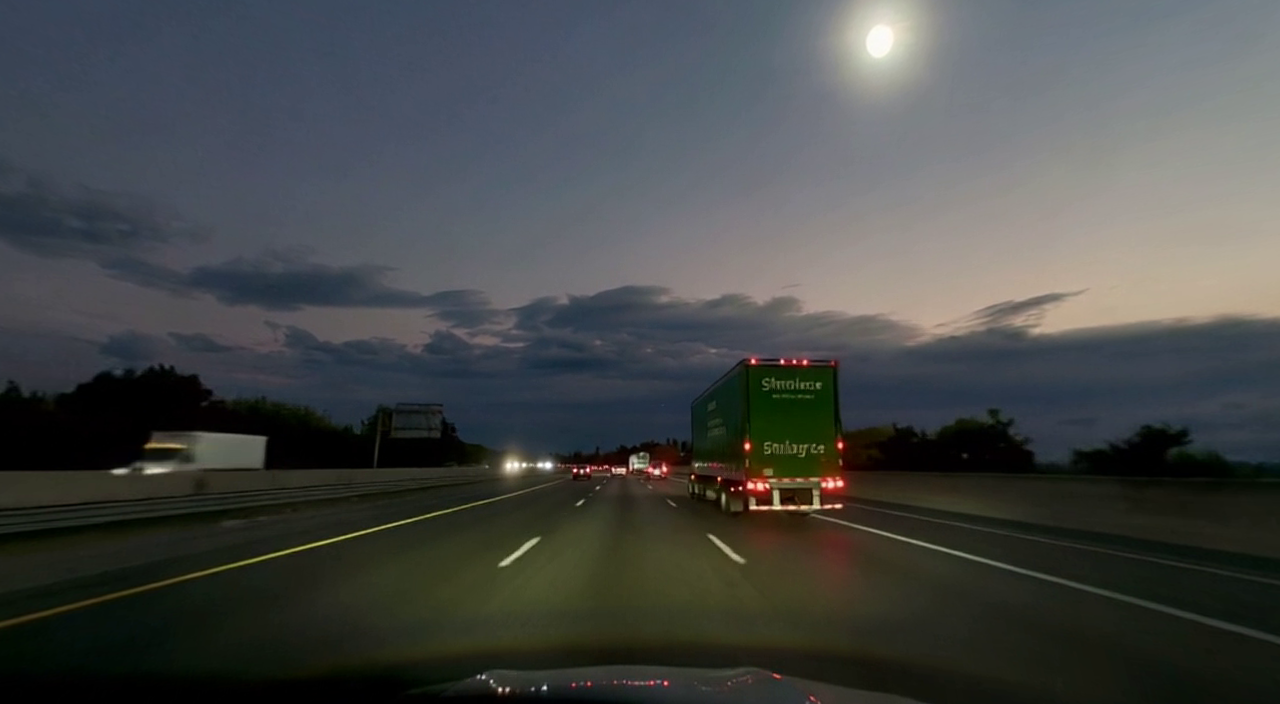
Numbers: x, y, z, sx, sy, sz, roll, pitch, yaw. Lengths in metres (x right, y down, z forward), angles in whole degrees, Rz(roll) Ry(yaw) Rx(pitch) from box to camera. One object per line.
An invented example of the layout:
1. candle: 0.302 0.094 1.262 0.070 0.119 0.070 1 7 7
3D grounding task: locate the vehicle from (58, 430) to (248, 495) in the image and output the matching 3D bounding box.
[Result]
1. vehicle: -16.938 3.978 22.539 2.079 1.951 6.068 1 -10 -2

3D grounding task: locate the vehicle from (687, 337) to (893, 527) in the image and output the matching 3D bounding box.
1. vehicle: 3.908 3.053 21.376 2.992 4.300 13.967 1 -10 -2
